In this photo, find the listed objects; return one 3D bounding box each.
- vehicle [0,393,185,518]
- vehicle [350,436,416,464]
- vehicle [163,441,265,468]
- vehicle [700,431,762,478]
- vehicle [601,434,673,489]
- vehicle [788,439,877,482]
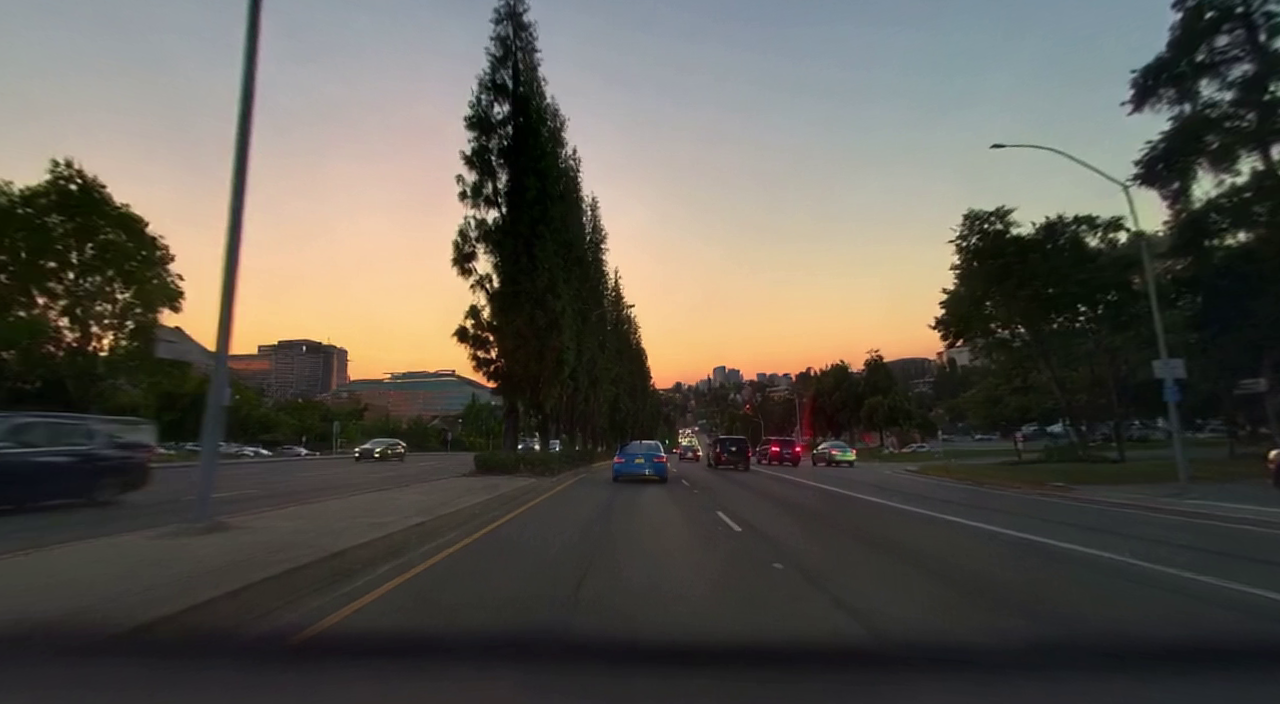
[{"bbox_3d":[-8.987,1.443,8.871,1.951,1.539,4.244,0,-9,0],"label":"vehicle"},{"bbox_3d":[-15.607,5.993,38.541,1.885,1.553,4.828,-1,-8,1],"label":"vehicle"},{"bbox_3d":[-24.561,5.930,36.426,4.381,1.490,1.941,2,-9,-11],"label":"vehicle"},{"bbox_3d":[3.709,4.283,26.513,1.976,1.796,4.159,0,-9,0],"label":"vehicle"},{"bbox_3d":[-0.102,3.581,20.953,2.145,1.603,4.369,0,-8,0],"label":"vehicle"},{"bbox_3d":[7.247,4.115,24.172,1.928,1.488,4.361,0,-9,-1],"label":"vehicle"}]
